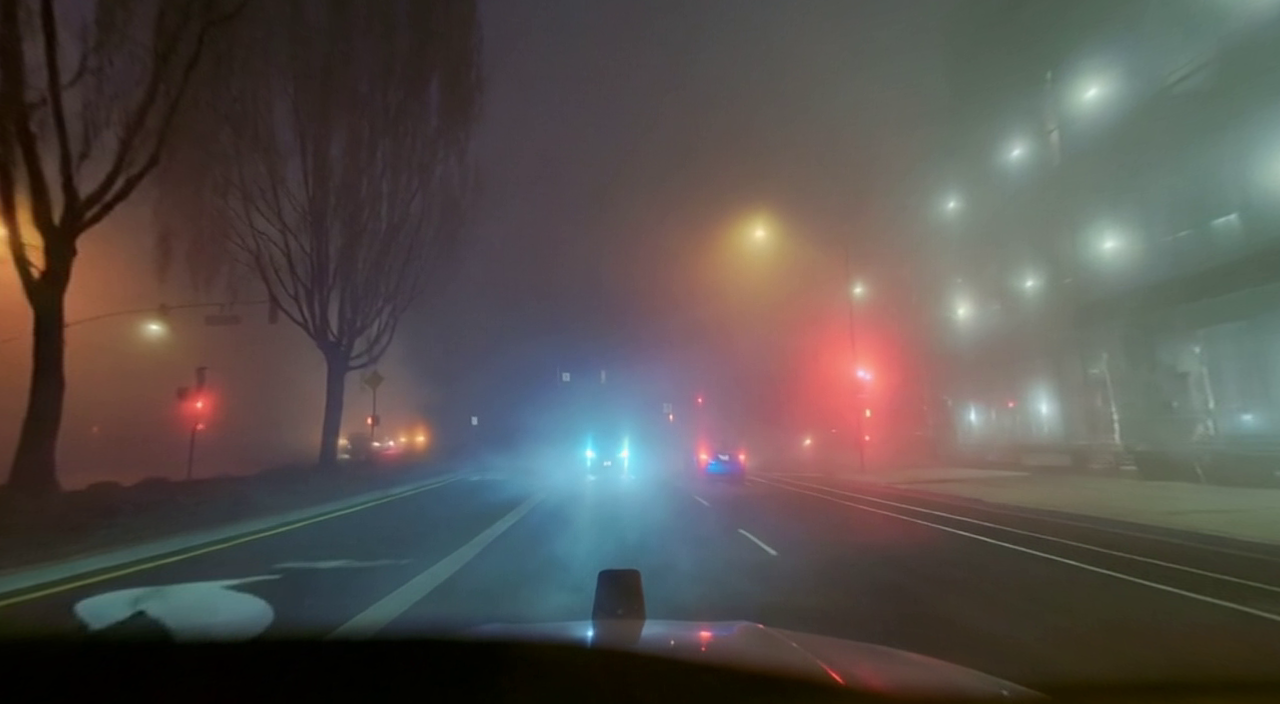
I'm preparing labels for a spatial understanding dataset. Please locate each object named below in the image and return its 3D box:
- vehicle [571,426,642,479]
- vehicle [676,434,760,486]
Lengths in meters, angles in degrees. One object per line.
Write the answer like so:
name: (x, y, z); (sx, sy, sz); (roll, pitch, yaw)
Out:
vehicle: (-1.286, 3.610, 22.714); (2.317, 1.713, 4.231); (1, -9, -5)
vehicle: (2.420, 3.512, 20.790); (1.918, 1.479, 4.468); (1, -9, -3)
